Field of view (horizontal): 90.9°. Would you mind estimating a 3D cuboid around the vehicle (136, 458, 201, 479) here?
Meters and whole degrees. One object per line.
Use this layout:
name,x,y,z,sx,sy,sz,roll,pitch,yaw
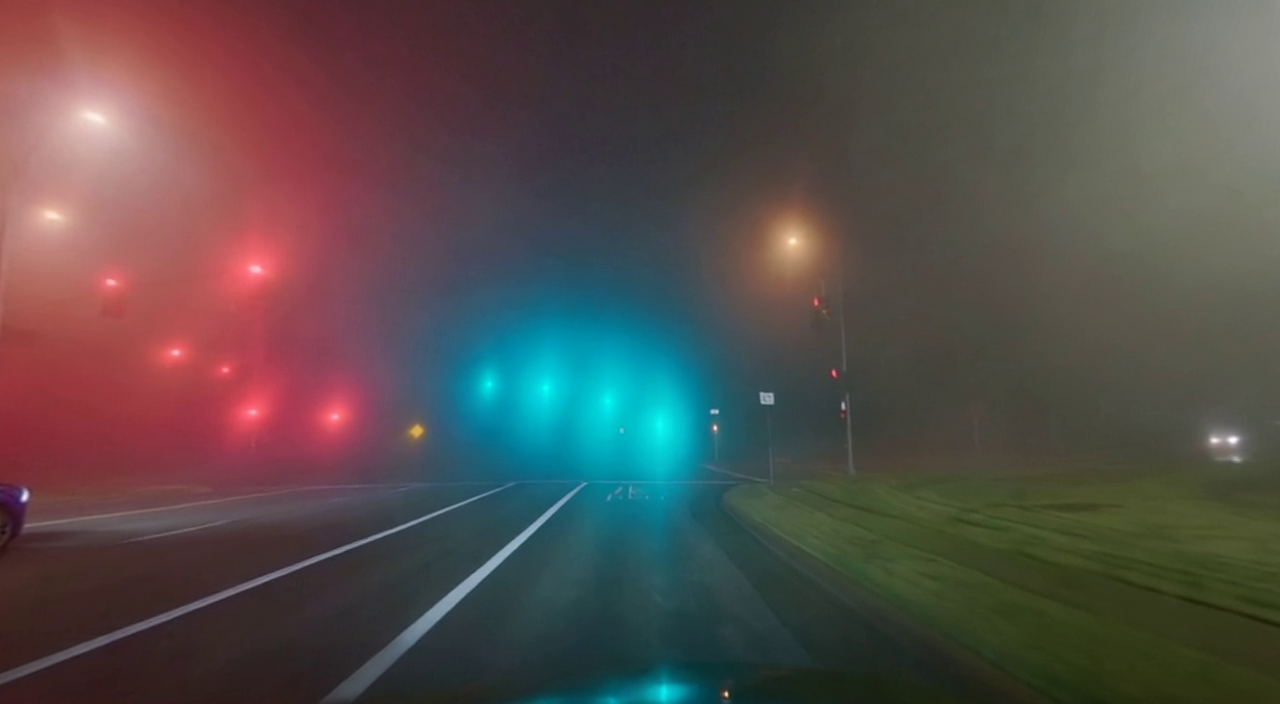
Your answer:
vehicle,-36.698,9.055,49.103,3.748,1.389,1.656,-2,-6,-1
